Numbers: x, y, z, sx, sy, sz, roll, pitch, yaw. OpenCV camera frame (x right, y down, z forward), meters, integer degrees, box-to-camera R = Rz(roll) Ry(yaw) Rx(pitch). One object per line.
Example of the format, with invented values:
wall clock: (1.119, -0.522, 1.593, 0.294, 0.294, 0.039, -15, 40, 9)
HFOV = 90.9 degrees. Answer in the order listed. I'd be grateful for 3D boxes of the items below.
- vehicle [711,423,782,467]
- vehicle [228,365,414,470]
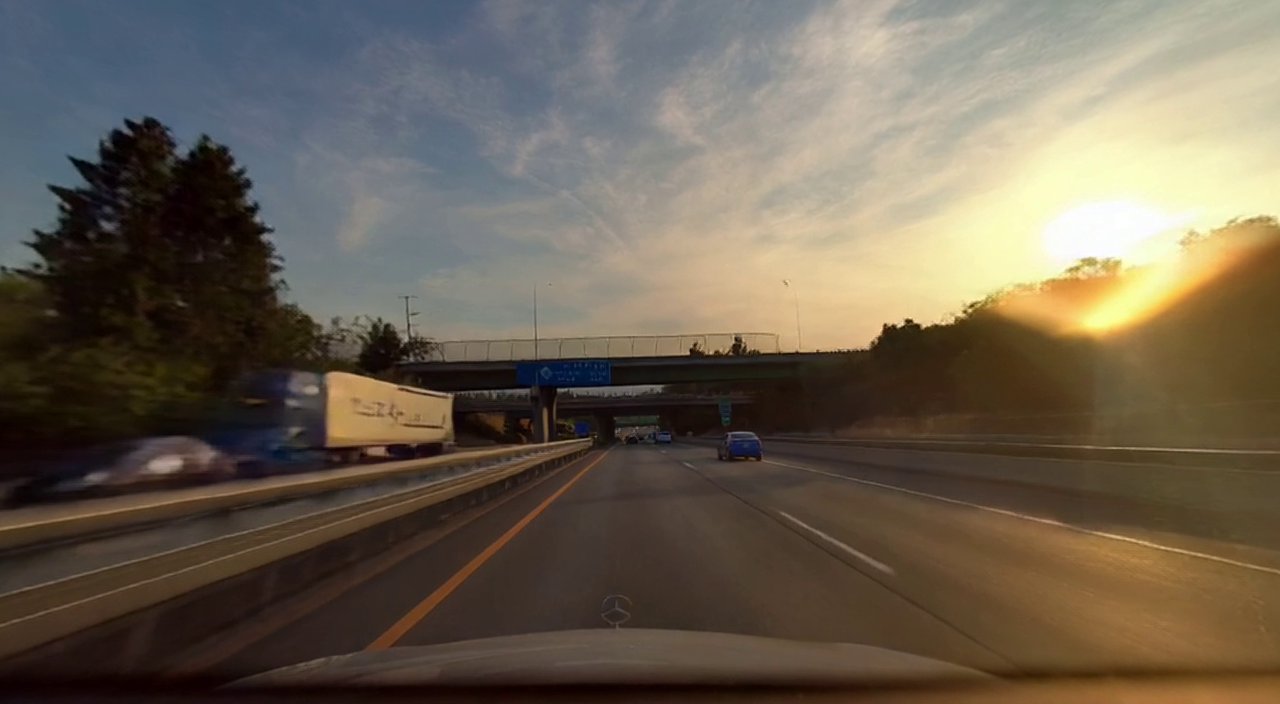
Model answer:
vehicle: (4.311, 3.847, 26.228, 2.073, 1.651, 4.065, 0, -8, -2)
vehicle: (-13.536, 3.085, 28.343, 2.949, 3.820, 10.704, 0, -8, -1)
